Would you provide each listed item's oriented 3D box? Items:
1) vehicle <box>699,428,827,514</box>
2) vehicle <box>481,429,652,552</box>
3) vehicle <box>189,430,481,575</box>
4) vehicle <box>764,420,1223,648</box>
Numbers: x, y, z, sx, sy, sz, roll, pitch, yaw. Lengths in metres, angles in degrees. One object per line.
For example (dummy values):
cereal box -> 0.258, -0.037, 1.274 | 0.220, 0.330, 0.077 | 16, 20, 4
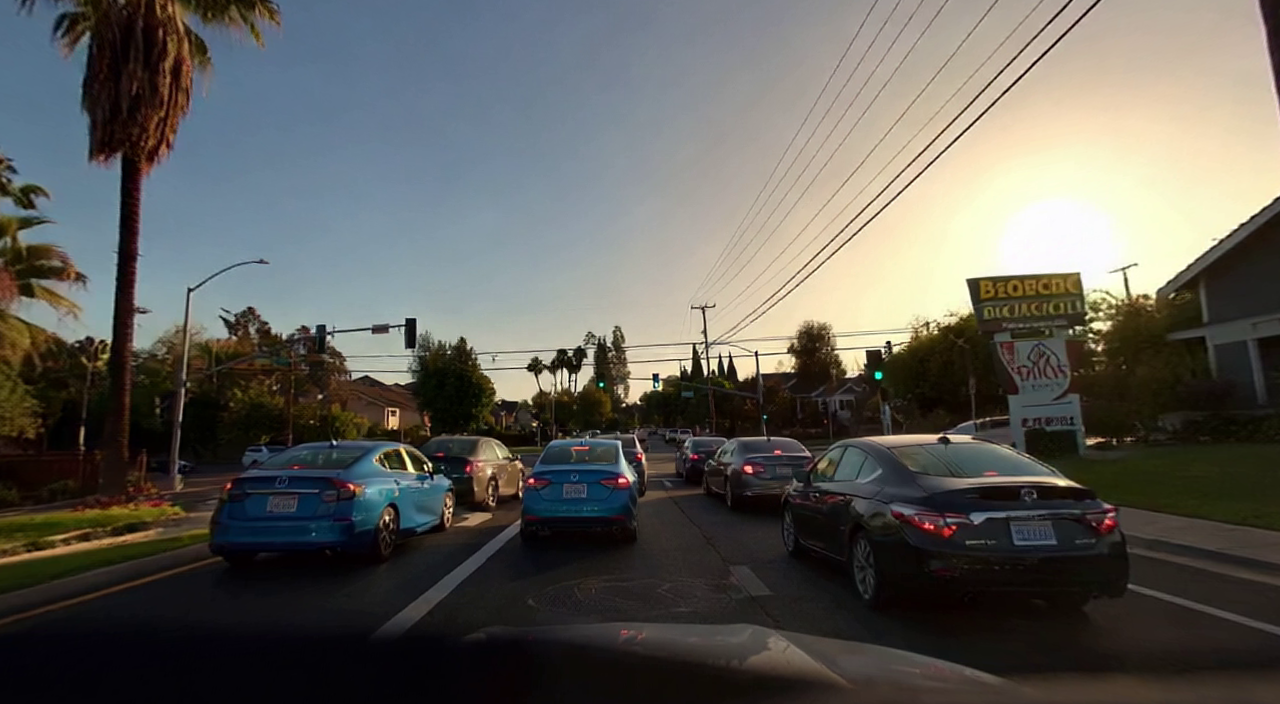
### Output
vehicle -> 2.540, 2.588, 14.193 | 1.956, 1.615, 4.205 | 0, -9, -1
vehicle -> -0.983, 1.999, 9.790 | 2.104, 1.500, 3.815 | 0, -9, -2
vehicle -> -3.722, 1.891, 8.840 | 2.058, 1.474, 4.473 | 0, -9, -3
vehicle -> 2.744, 1.506, 6.339 | 2.014, 1.464, 4.312 | 0, -9, -2
